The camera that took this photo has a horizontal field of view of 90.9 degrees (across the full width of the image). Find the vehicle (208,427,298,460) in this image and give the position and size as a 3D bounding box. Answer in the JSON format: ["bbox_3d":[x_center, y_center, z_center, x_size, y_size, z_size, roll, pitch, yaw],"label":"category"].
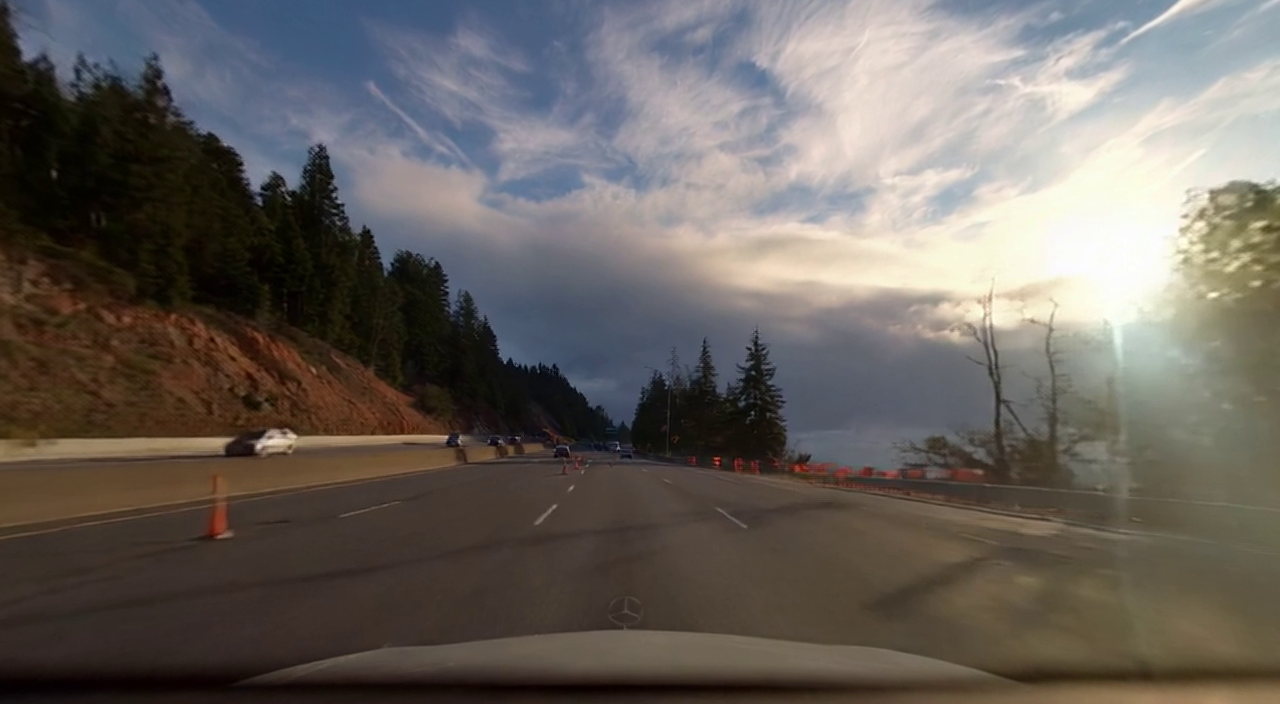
[{"bbox_3d":[-19.570,4.690,32.149,1.885,1.562,4.312,1,-9,-1],"label":"vehicle"}]
